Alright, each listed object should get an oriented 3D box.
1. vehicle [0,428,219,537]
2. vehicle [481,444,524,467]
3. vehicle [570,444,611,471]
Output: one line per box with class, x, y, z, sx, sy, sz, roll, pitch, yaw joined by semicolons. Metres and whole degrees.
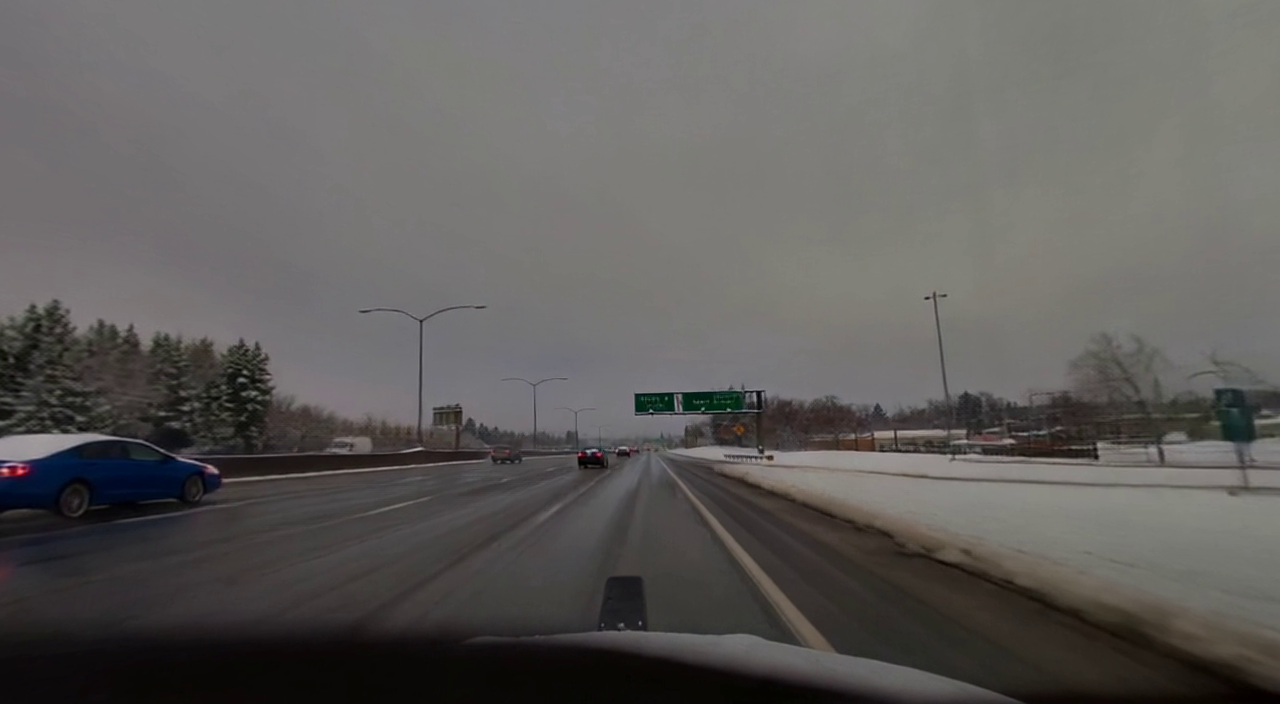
vehicle;-10.064;2.161;11.005;2.002;1.526;4.822;0;-8;2
vehicle;-9.487;7.157;43.796;1.930;1.490;3.955;0;-8;2
vehicle;-2.925;6.319;38.063;2.050;1.479;4.342;0;-8;1
